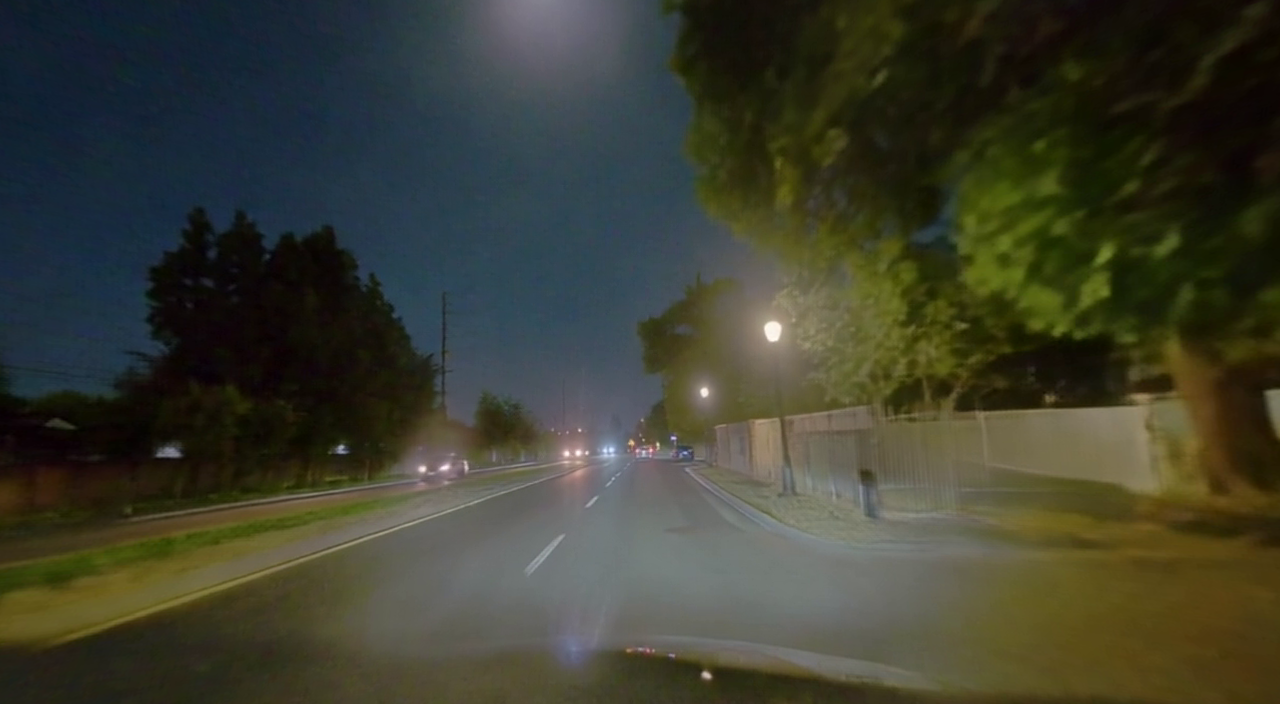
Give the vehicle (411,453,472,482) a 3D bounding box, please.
[{"bbox_3d":[-11.532,6.704,36.895,1.947,1.513,4.710,0,-8,1],"label":"vehicle"}]
